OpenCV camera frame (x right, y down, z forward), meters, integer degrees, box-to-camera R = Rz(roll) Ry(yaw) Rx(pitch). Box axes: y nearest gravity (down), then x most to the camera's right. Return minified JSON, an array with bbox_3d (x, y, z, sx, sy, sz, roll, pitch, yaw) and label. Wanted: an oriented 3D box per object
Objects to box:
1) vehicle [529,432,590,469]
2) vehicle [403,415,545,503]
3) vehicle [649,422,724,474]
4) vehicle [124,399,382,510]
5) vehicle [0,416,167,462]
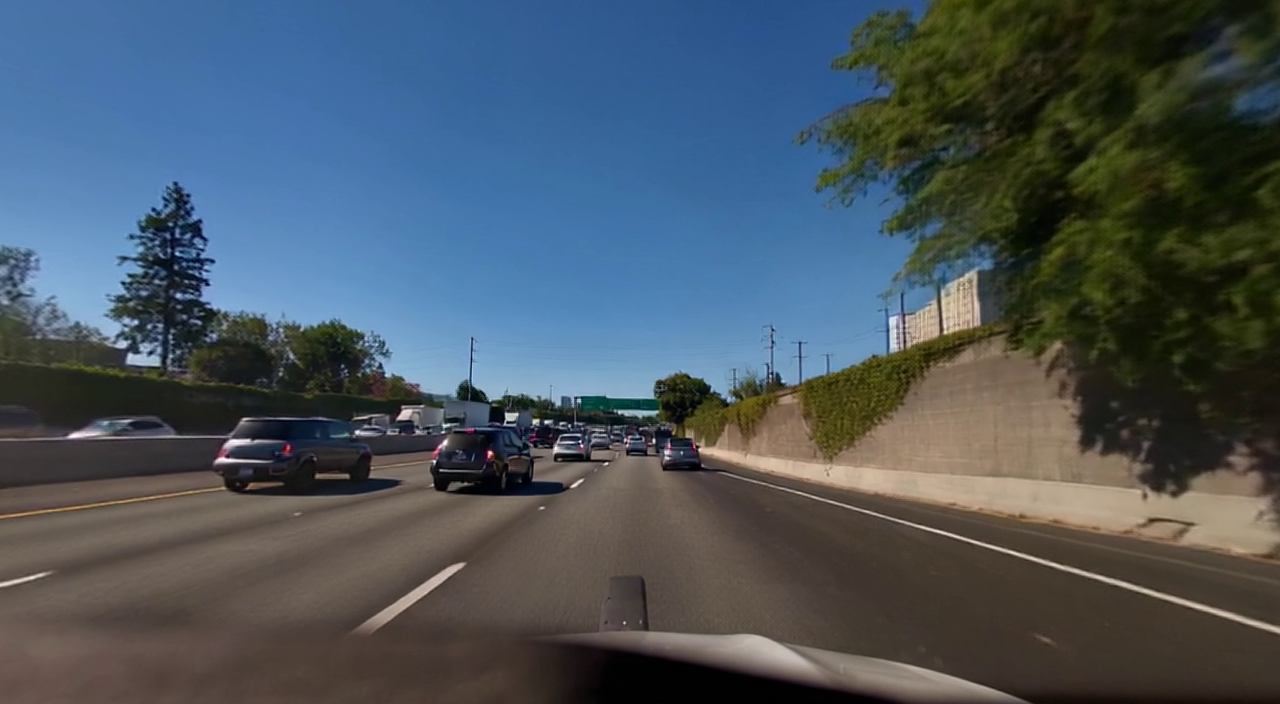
[{"bbox_3d":[-3.497,4.414,28.415,2.049,1.530,4.707,0,-8,1],"label":"vehicle"},{"bbox_3d":[-3.617,2.437,14.715,2.026,1.719,4.490,0,-8,1],"label":"vehicle"},{"bbox_3d":[1.932,4.338,28.700,2.793,2.132,5.682,0,-8,-2],"label":"vehicle"},{"bbox_3d":[-7.341,2.017,12.752,2.222,1.825,4.640,0,-8,0],"label":"vehicle"},{"bbox_3d":[-20.148,3.209,23.115,1.871,1.485,4.758,0,-8,1],"label":"vehicle"}]
